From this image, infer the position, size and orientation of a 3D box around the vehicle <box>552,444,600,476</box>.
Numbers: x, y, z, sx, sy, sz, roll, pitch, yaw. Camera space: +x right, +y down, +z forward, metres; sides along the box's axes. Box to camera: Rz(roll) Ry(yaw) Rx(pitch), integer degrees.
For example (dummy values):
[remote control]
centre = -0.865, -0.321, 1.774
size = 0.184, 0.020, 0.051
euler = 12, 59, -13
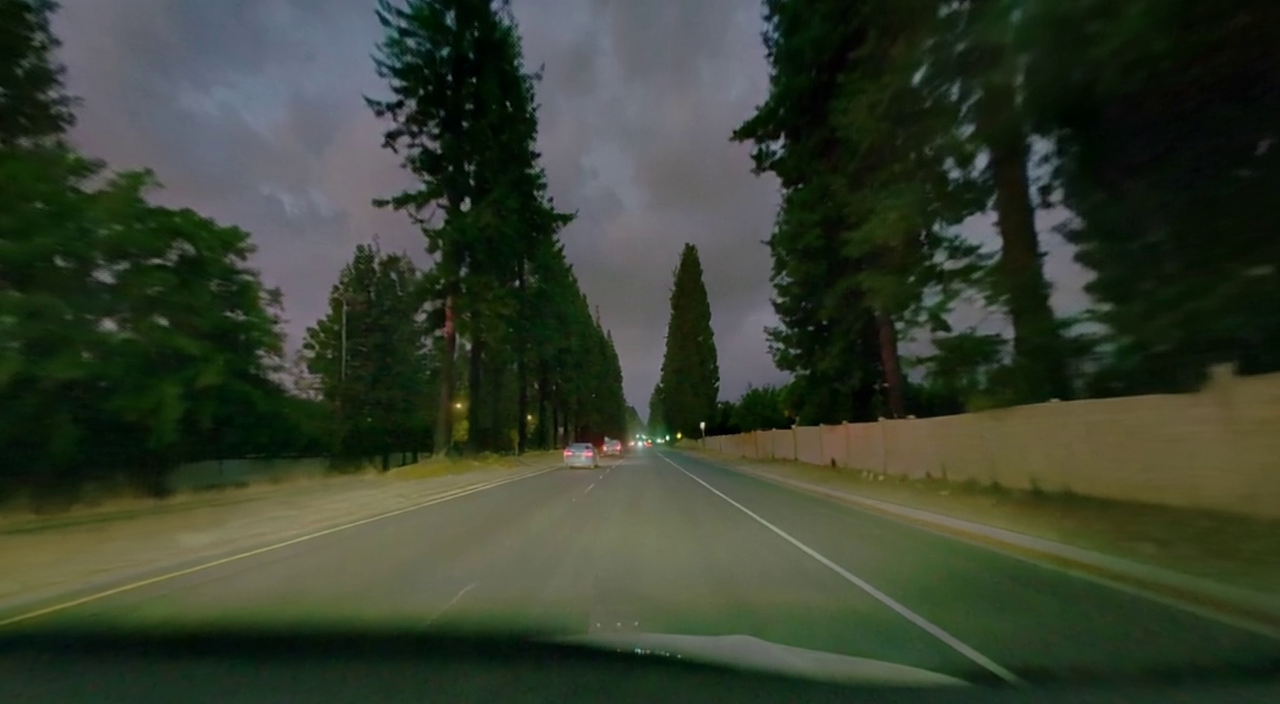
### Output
[vehicle]
centre = -3.075, 5.298, 31.295
size = 1.870, 1.431, 4.317
euler = -1, -8, 1
